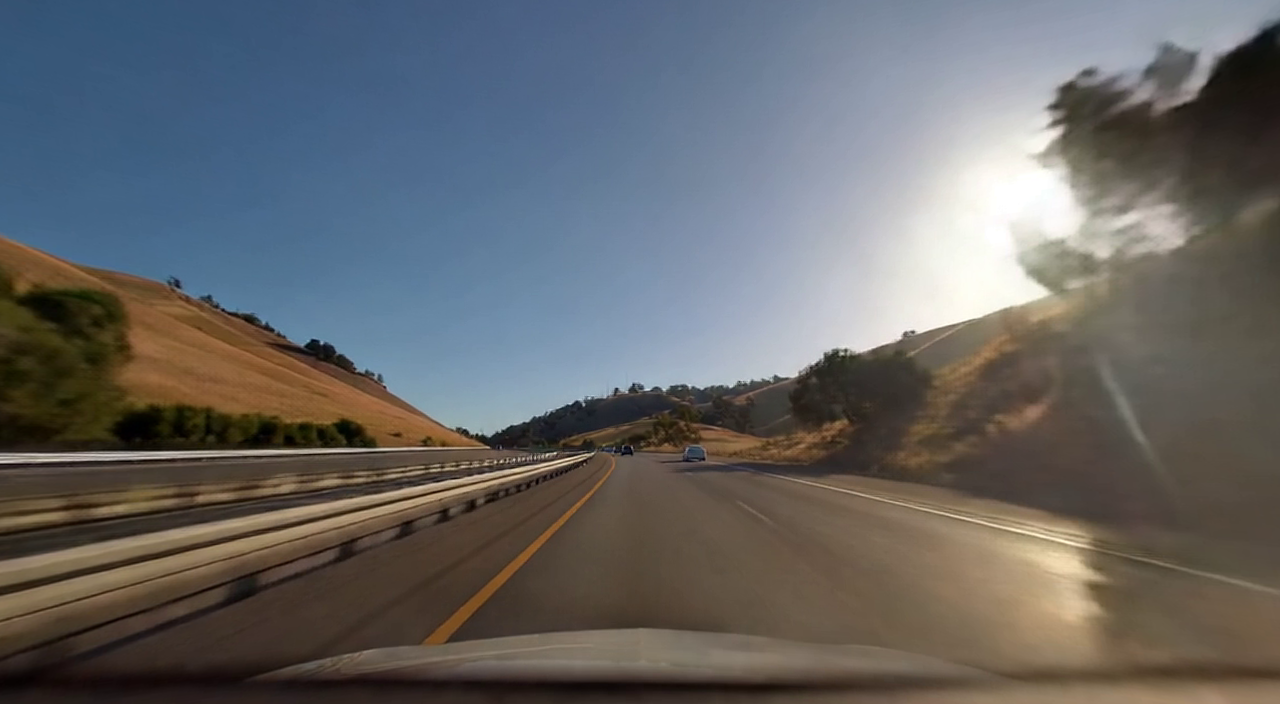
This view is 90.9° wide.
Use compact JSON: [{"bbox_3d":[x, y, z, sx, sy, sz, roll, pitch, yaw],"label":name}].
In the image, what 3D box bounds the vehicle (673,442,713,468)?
[{"bbox_3d":[3.303,6.551,40.242,1.960,1.516,4.657,0,-8,-3],"label":"vehicle"}]
